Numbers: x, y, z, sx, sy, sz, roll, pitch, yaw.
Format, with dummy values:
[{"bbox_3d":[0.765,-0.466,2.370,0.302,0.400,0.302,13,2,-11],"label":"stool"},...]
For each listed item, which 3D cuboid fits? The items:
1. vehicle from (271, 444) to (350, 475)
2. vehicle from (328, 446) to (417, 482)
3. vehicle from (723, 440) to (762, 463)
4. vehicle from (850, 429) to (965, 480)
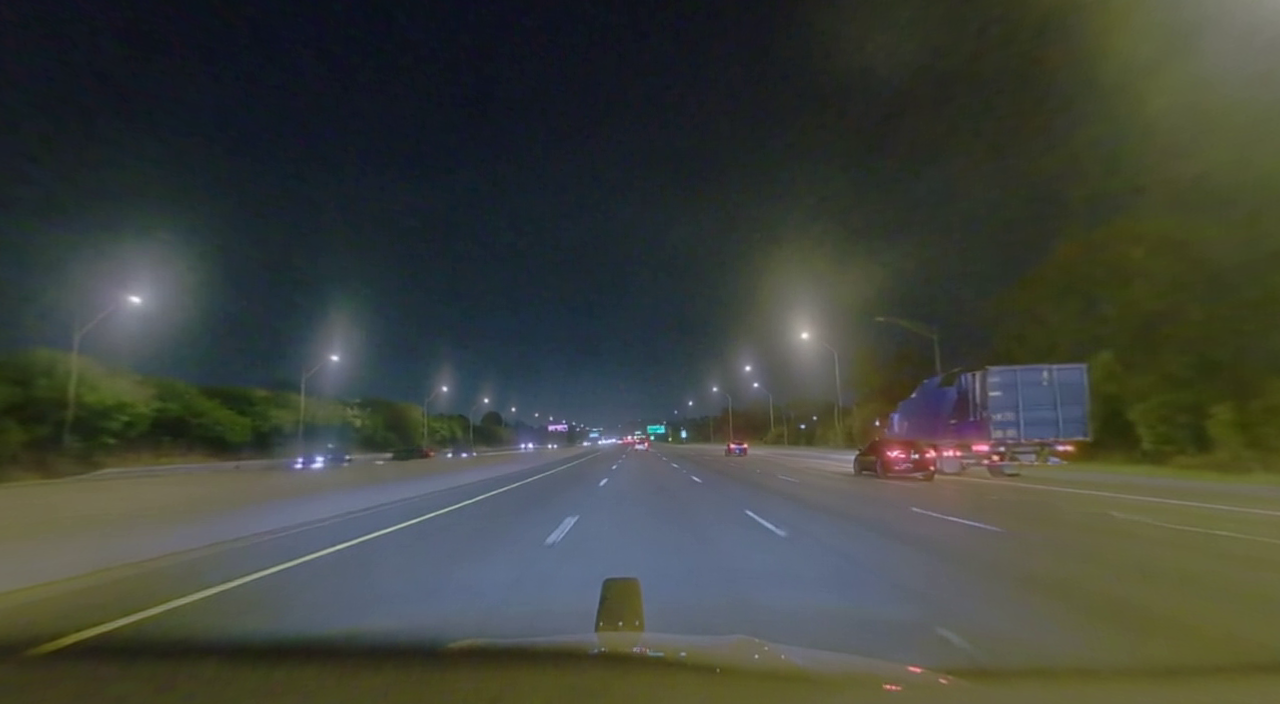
[{"bbox_3d":[-20.706,6.761,39.852,2.032,1.777,5.300,0,-9,1],"label":"vehicle"},{"bbox_3d":[-12.824,5.403,30.638,2.184,1.581,4.768,0,-9,1],"label":"vehicle"},{"bbox_3d":[7.540,7.358,46.683,2.053,1.553,4.463,0,-9,-1],"label":"vehicle"},{"bbox_3d":[11.127,4.321,26.782,2.387,1.936,5.646,0,-9,0],"label":"vehicle"}]
